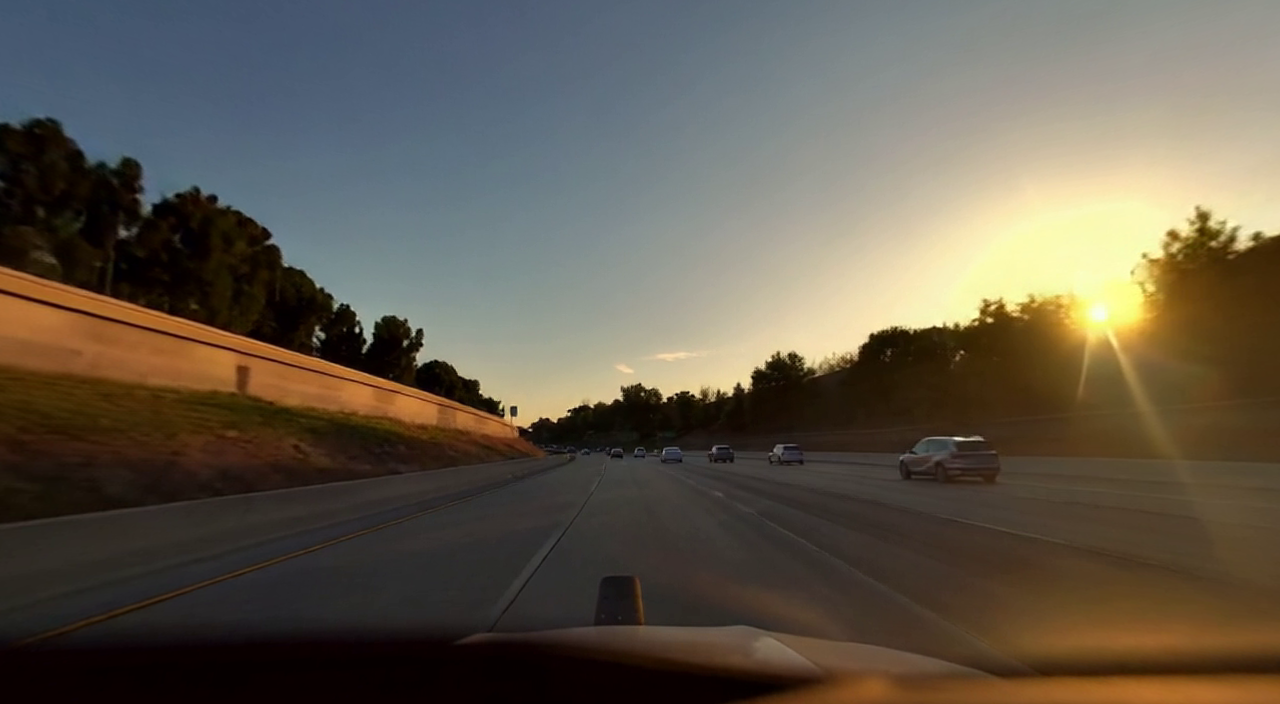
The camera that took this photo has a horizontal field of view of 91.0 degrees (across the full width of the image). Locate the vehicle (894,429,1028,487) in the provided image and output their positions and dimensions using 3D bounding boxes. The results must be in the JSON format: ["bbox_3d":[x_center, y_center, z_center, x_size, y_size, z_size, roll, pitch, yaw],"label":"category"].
[{"bbox_3d":[10.701,3.565,21.478,2.077,1.763,4.472,0,-8,-2],"label":"vehicle"}]

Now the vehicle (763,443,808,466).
[{"bbox_3d":[10.294,7.299,44.839,1.987,1.546,4.271,1,-8,-4],"label":"vehicle"}]

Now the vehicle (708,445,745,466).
[{"bbox_3d":[6.484,7.772,47.608,1.904,1.488,4.299,0,-8,-3],"label":"vehicle"}]

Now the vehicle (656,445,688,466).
[{"bbox_3d":[2.336,7.703,47.046,1.934,1.491,3.982,0,-8,-3],"label":"vehicle"}]
